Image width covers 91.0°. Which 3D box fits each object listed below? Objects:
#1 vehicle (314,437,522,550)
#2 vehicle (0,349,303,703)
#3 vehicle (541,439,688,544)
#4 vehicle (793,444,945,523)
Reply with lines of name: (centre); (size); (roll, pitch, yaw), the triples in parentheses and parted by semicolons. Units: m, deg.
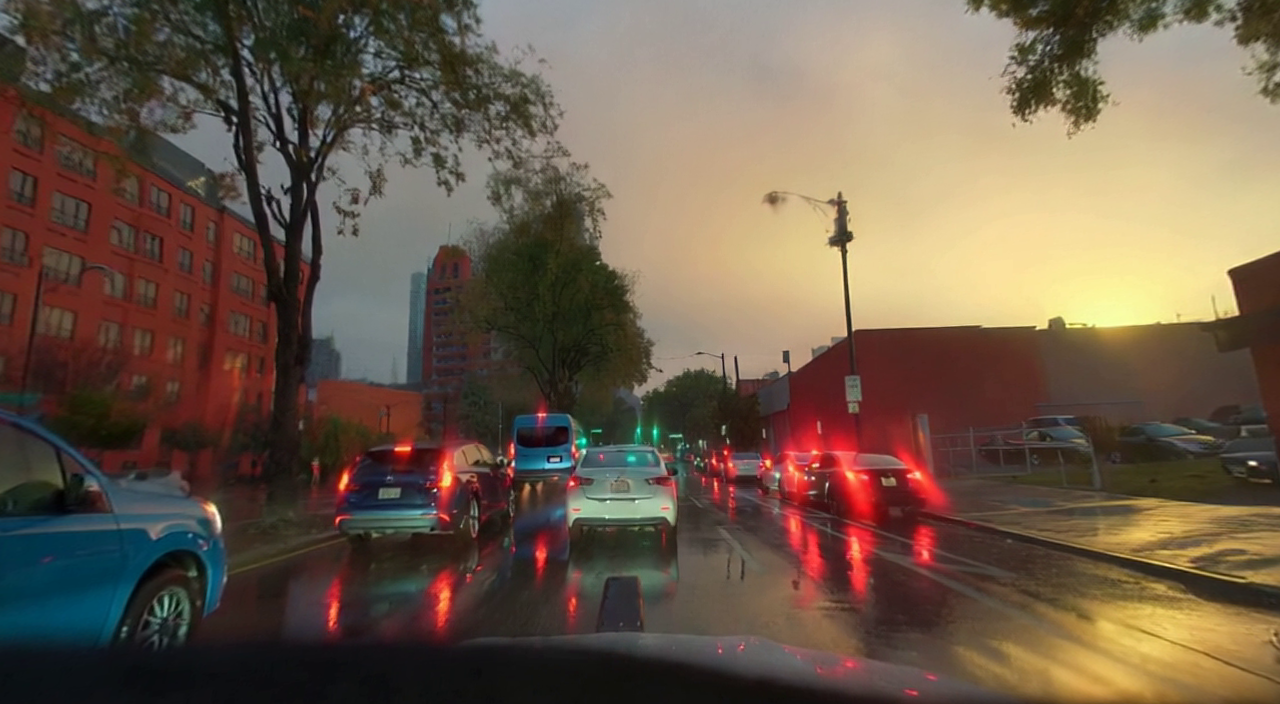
vehicle: (-3.536, 2.326, 11.091); (1.995, 1.554, 4.426); (0, -9, 1)
vehicle: (-3.704, 0.853, 2.444); (2.140, 1.768, 4.685); (0, -9, 0)
vehicle: (-0.383, 2.369, 11.362); (2.152, 1.518, 4.113); (0, -9, 0)
vehicle: (4.912, 2.854, 14.203); (1.832, 1.491, 4.054); (1, -9, -1)
